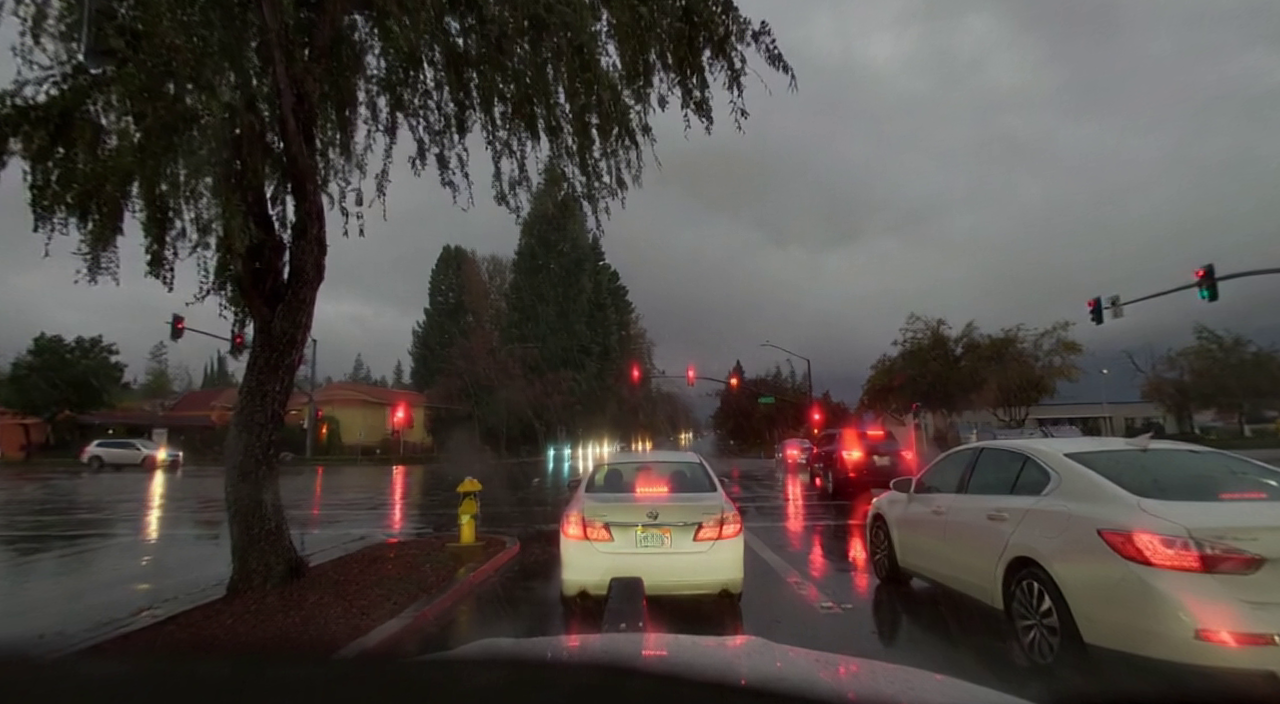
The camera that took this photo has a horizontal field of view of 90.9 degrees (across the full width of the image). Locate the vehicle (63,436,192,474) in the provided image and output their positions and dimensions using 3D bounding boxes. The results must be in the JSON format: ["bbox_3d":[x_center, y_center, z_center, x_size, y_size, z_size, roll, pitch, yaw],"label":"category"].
[{"bbox_3d":[-24.272,4.869,29.991,4.450,1.684,1.894,0,-8,0],"label":"vehicle"}]

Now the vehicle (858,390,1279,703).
[{"bbox_3d":[3.176,1.127,3.897,1.931,1.493,4.555,0,-8,-1],"label":"vehicle"}]

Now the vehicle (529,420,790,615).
[{"bbox_3d":[0.111,1.566,6.874,2.017,1.485,3.813,0,-8,-1],"label":"vehicle"}]
